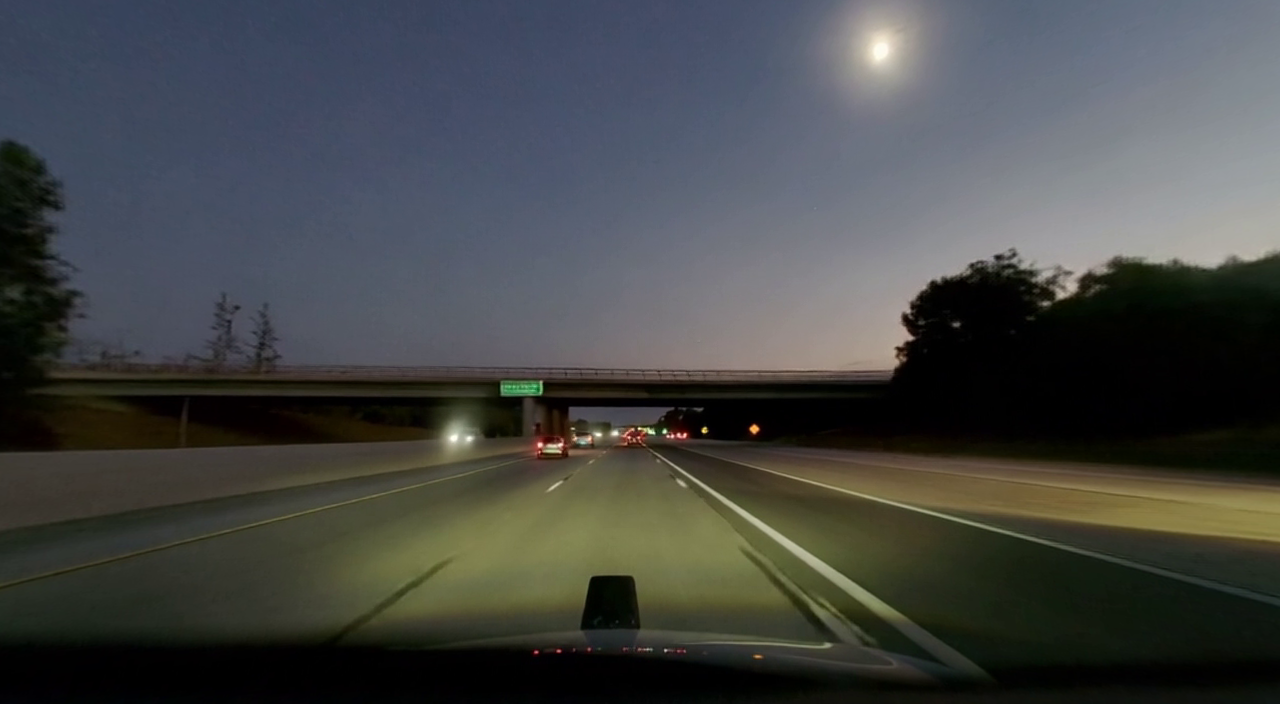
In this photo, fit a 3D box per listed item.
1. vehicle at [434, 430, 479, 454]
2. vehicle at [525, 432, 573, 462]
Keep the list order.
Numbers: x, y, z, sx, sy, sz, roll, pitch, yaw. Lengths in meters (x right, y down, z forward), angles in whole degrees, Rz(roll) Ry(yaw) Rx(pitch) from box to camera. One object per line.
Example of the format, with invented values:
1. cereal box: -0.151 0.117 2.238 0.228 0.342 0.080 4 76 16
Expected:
1. vehicle: -13.746 6.776 47.507 2.011 1.687 4.740 0 -8 0
2. vehicle: -4.756 5.015 33.368 1.933 1.473 4.023 0 -8 0
